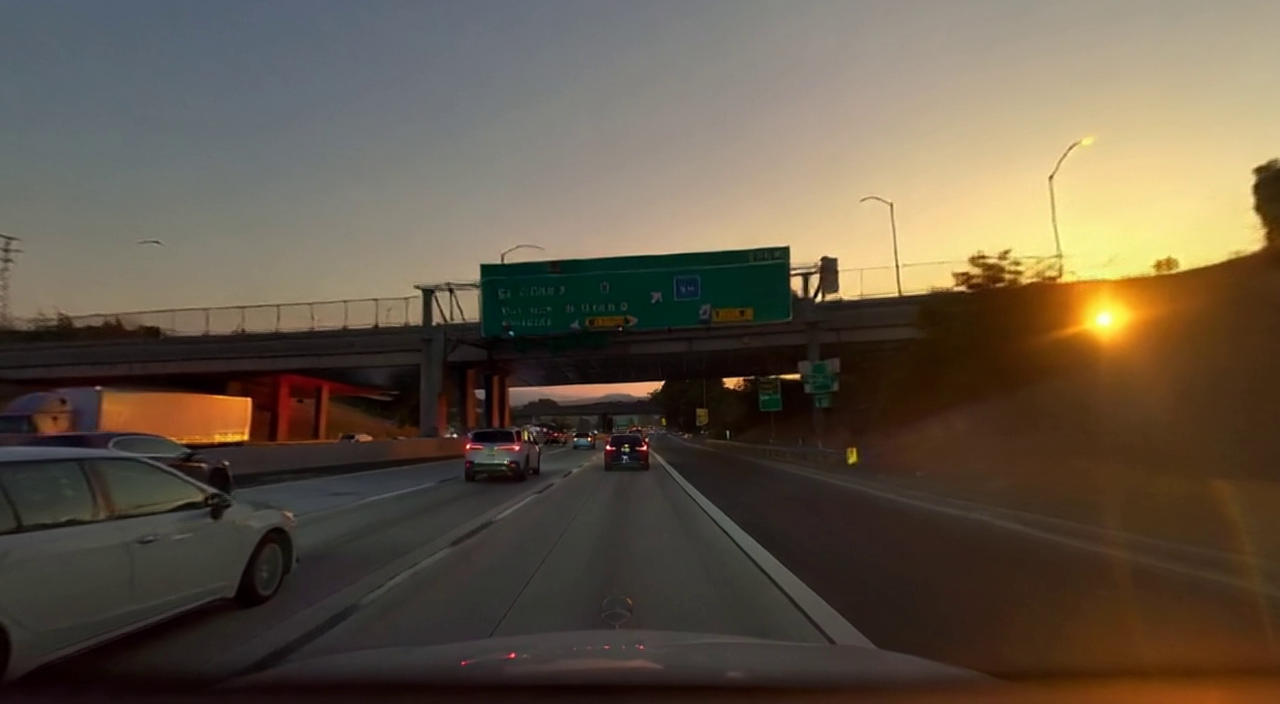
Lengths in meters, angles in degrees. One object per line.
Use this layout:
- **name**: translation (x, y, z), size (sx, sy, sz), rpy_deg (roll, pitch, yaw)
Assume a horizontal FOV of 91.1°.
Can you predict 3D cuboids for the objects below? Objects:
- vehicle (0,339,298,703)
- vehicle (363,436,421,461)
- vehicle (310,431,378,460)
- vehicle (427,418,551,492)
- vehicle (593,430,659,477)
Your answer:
- **vehicle**: translation (-3.799, 0.825, 2.835), size (2.107, 1.703, 4.274), rpy_deg (0, -8, 0)
- **vehicle**: translation (-15.431, 6.008, 39.369), size (1.892, 1.467, 4.376), rpy_deg (0, -8, -1)
- **vehicle**: translation (-19.648, 6.202, 41.998), size (2.196, 1.833, 4.749), rpy_deg (0, -8, 0)
- **vehicle**: translation (-3.859, 2.722, 17.025), size (2.154, 1.690, 4.595), rpy_deg (0, -8, 1)
- **vehicle**: translation (-0.470, 3.431, 21.538), size (2.070, 1.452, 3.834), rpy_deg (0, -8, -1)
